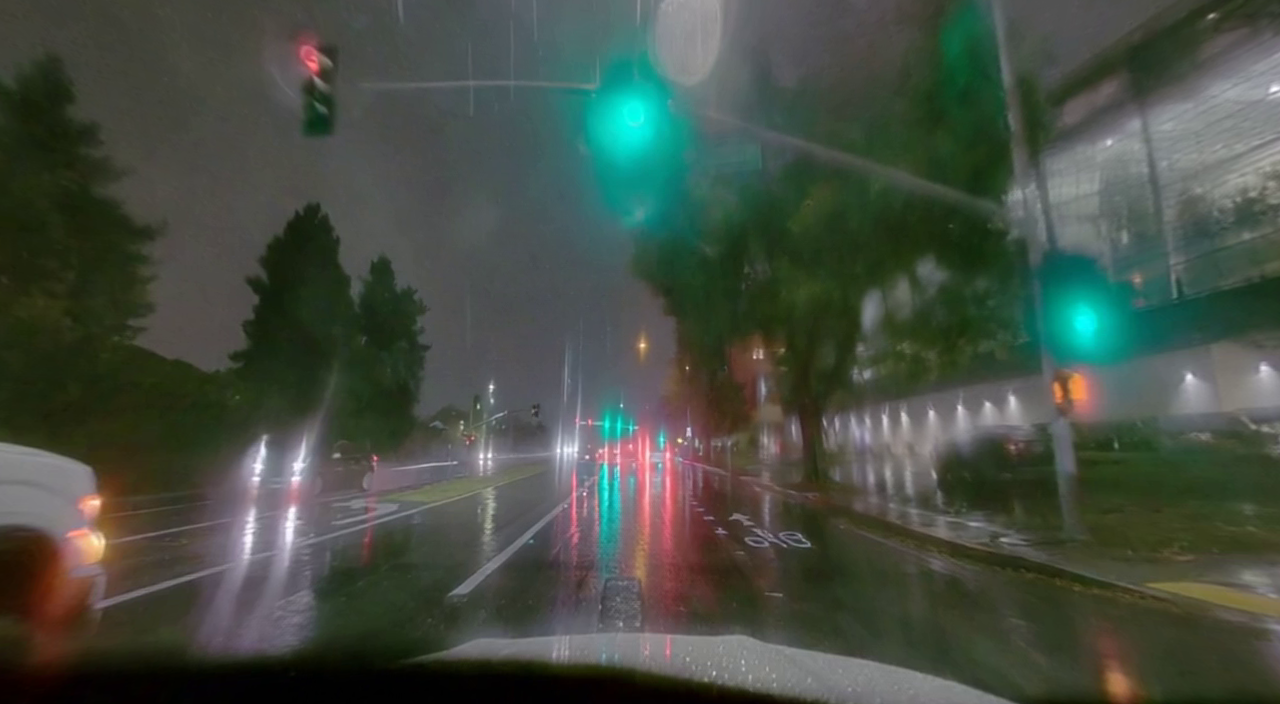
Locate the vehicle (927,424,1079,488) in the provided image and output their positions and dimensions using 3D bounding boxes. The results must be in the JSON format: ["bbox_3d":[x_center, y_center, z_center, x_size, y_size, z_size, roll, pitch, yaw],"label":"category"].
[{"bbox_3d":[12.123,3.526,21.559,2.131,1.909,4.927,0,-9,-2],"label":"vehicle"}]

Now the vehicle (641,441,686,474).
[{"bbox_3d":[1.105,5.290,31.823,2.142,1.528,4.133,0,-9,0],"label":"vehicle"}]

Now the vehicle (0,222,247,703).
[{"bbox_3d":[-3.258,0.343,0.140,2.512,1.992,5.725,0,-9,2],"label":"vehicle"}]

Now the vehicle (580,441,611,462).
[{"bbox_3d":[-3.204,7.310,46.421,2.018,1.458,4.350,0,-9,-1],"label":"vehicle"}]

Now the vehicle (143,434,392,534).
[{"bbox_3d":[-6.570,2.357,11.853,1.959,1.515,4.350,0,-9,1],"label":"vehicle"}]
